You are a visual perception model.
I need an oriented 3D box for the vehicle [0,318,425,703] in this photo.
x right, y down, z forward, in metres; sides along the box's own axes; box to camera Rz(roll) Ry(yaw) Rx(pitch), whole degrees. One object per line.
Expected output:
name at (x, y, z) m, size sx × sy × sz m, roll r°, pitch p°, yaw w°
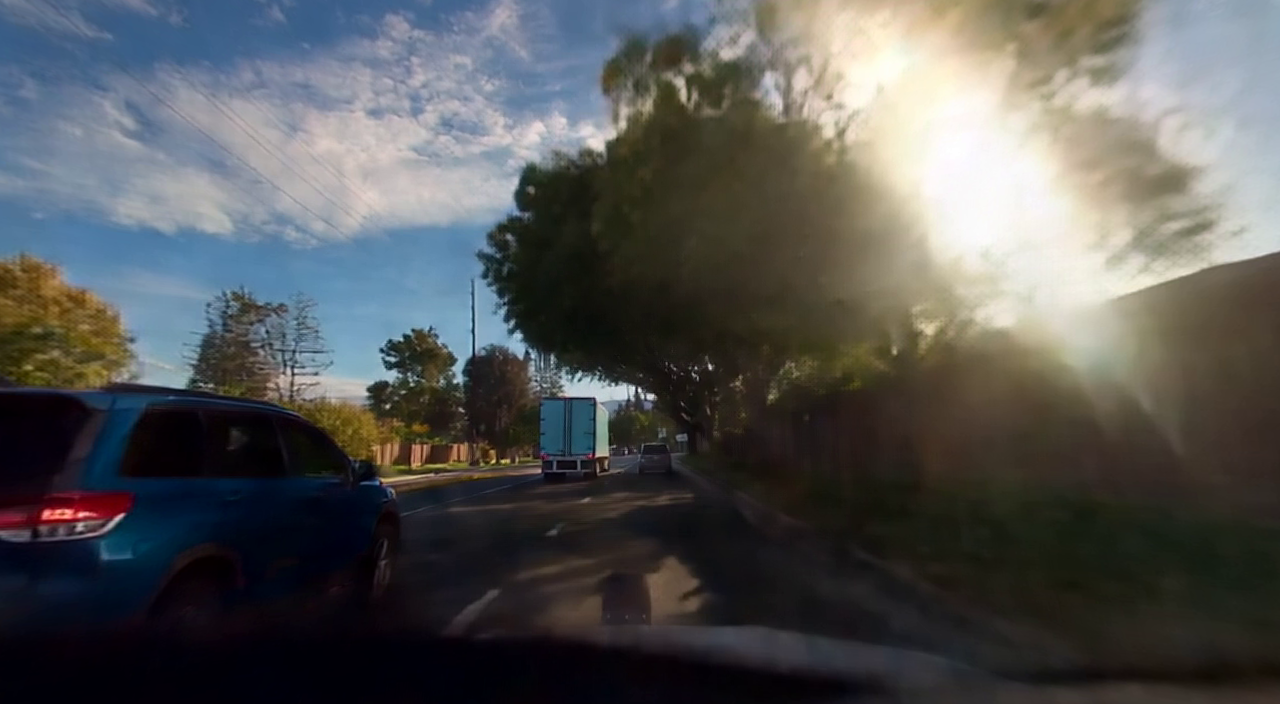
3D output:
vehicle at (-3.330, 1.095, 4.236) m, size 2.093 × 1.832 × 4.508 m, roll 1°, pitch -9°, yaw 1°

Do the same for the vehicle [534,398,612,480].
vehicle at (-3.229, 4.618, 33.191) m, size 2.928 × 3.658 × 8.980 m, roll 1°, pitch -9°, yaw 1°

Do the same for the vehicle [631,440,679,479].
vehicle at (0.728, 5.253, 31.111) m, size 2.174 × 1.749 × 4.113 m, roll 1°, pitch -9°, yaw 1°
